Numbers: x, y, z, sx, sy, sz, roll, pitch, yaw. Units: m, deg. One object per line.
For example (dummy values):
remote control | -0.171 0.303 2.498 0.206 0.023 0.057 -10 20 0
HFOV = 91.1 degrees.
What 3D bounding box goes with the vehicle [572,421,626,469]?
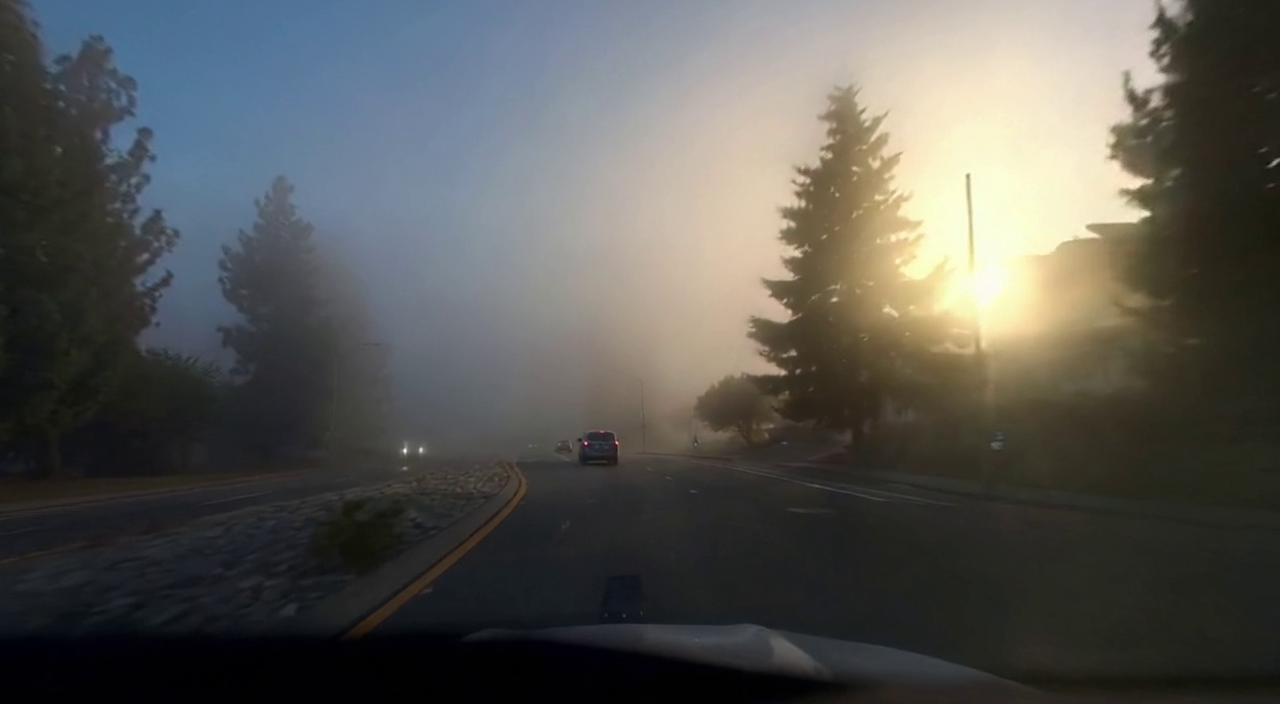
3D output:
vehicle | -1.967 4.282 29.109 2.072 2.002 4.391 2 -8 -9
